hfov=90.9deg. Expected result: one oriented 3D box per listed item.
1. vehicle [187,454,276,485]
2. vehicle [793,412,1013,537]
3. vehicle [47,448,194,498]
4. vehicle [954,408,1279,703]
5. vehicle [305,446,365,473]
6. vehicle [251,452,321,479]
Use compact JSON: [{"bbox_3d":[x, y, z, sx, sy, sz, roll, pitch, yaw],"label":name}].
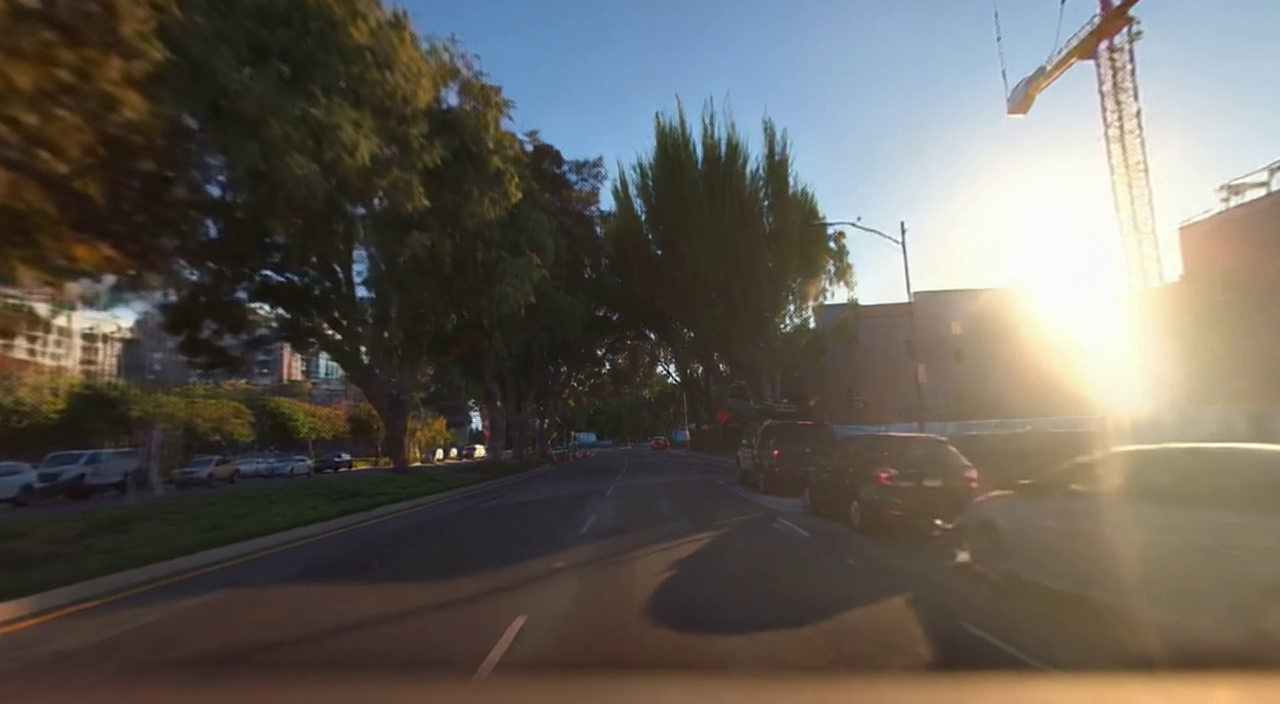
[{"bbox_3d":[-21.494,6.153,33.363,1.834,1.441,4.416,0,-8,-2],"label":"vehicle"},{"bbox_3d":[4.163,2.002,10.912,1.916,1.701,4.358,0,-8,0],"label":"vehicle"},{"bbox_3d":[-21.465,4.964,26.385,2.027,1.855,4.908,0,-8,-1],"label":"vehicle"},{"bbox_3d":[3.995,1.081,3.580,2.003,1.442,4.606,0,-8,-1],"label":"vehicle"},{"bbox_3d":[-21.625,7.608,44.987,1.941,1.743,5.264,0,-8,-4],"label":"vehicle"},{"bbox_3d":[-21.539,6.881,38.538,1.746,1.447,4.448,0,-8,0],"label":"vehicle"}]
